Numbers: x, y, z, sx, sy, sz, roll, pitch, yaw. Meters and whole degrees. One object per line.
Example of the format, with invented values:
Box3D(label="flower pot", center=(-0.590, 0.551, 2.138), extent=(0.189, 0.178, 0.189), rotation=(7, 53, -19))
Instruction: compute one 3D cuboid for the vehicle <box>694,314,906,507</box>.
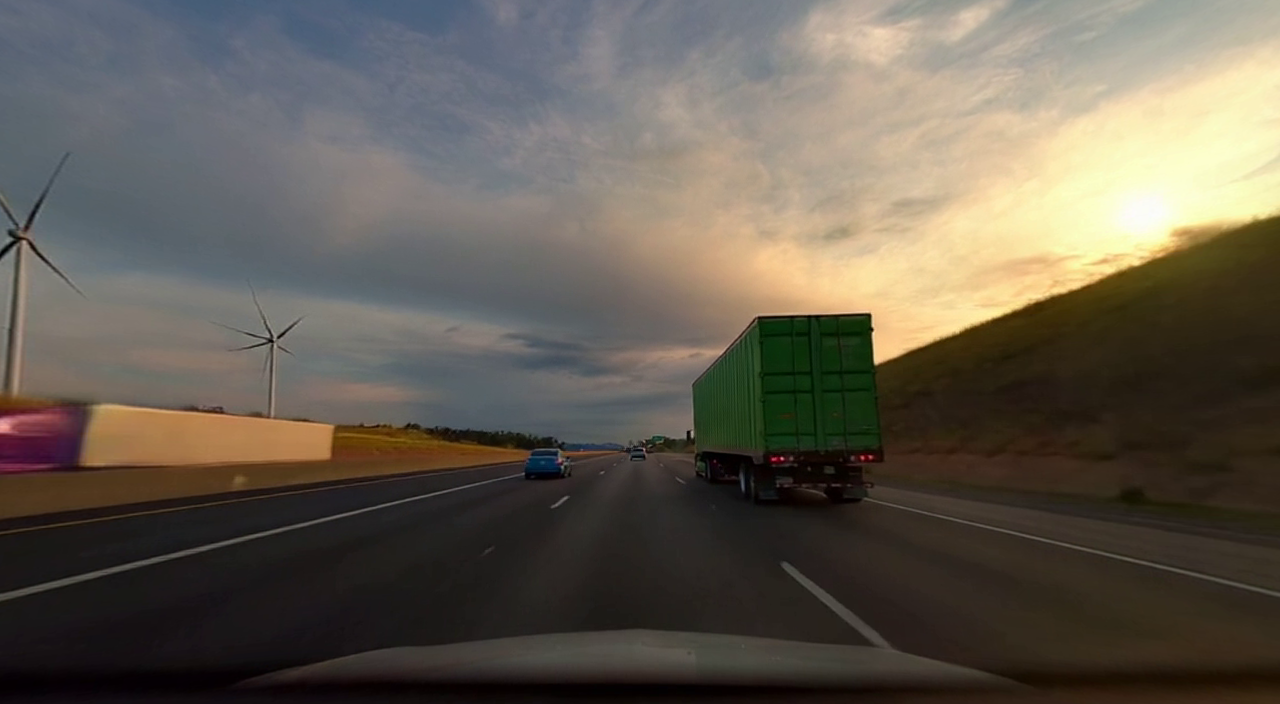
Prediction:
Box3D(label="vehicle", center=(3.857, 2.197, 19.782), extent=(2.947, 3.989, 13.568), rotation=(0, -9, -1))

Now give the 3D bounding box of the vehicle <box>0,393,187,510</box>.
Box3D(label="vehicle", center=(-19.329, 3.218, 20.495), extent=(2.910, 3.234, 8.361), rotation=(0, -9, 0))

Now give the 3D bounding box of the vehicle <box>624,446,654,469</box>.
Box3D(label="vehicle", center=(-0.074, 7.089, 42.510), extent=(1.931, 1.453, 3.695), rotation=(0, -9, -1))

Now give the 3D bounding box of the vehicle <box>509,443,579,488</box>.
Box3D(label="vehicle", center=(-3.515, 4.230, 23.813), extent=(1.952, 1.521, 4.095), rotation=(0, -9, 0))
